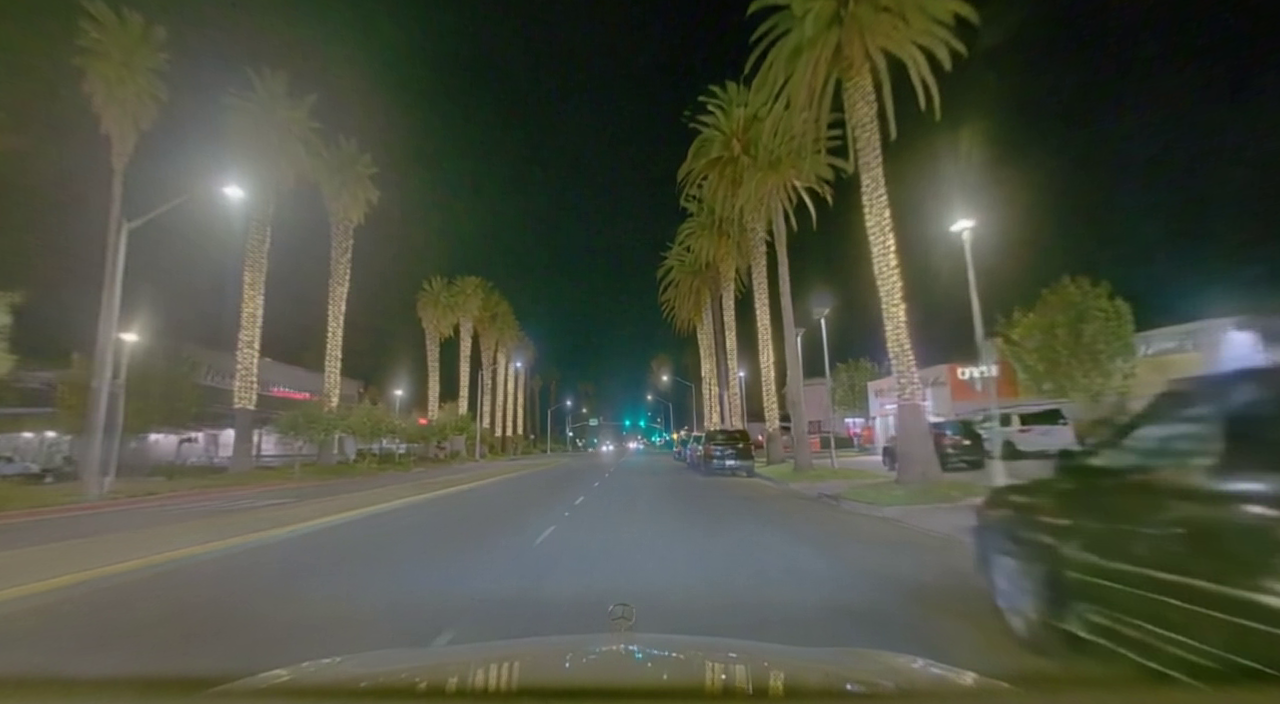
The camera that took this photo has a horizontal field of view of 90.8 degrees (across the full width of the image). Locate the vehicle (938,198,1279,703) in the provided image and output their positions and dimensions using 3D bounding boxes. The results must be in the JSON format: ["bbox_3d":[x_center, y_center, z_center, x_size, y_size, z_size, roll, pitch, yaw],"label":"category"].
[{"bbox_3d":[3.448,0.461,1.413,2.557,2.128,6.242,1,-8,0],"label":"vehicle"}]

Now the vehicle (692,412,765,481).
[{"bbox_3d":[3.585,3.983,26.713,2.221,2.552,5.594,0,-8,-1],"label":"vehicle"}]
